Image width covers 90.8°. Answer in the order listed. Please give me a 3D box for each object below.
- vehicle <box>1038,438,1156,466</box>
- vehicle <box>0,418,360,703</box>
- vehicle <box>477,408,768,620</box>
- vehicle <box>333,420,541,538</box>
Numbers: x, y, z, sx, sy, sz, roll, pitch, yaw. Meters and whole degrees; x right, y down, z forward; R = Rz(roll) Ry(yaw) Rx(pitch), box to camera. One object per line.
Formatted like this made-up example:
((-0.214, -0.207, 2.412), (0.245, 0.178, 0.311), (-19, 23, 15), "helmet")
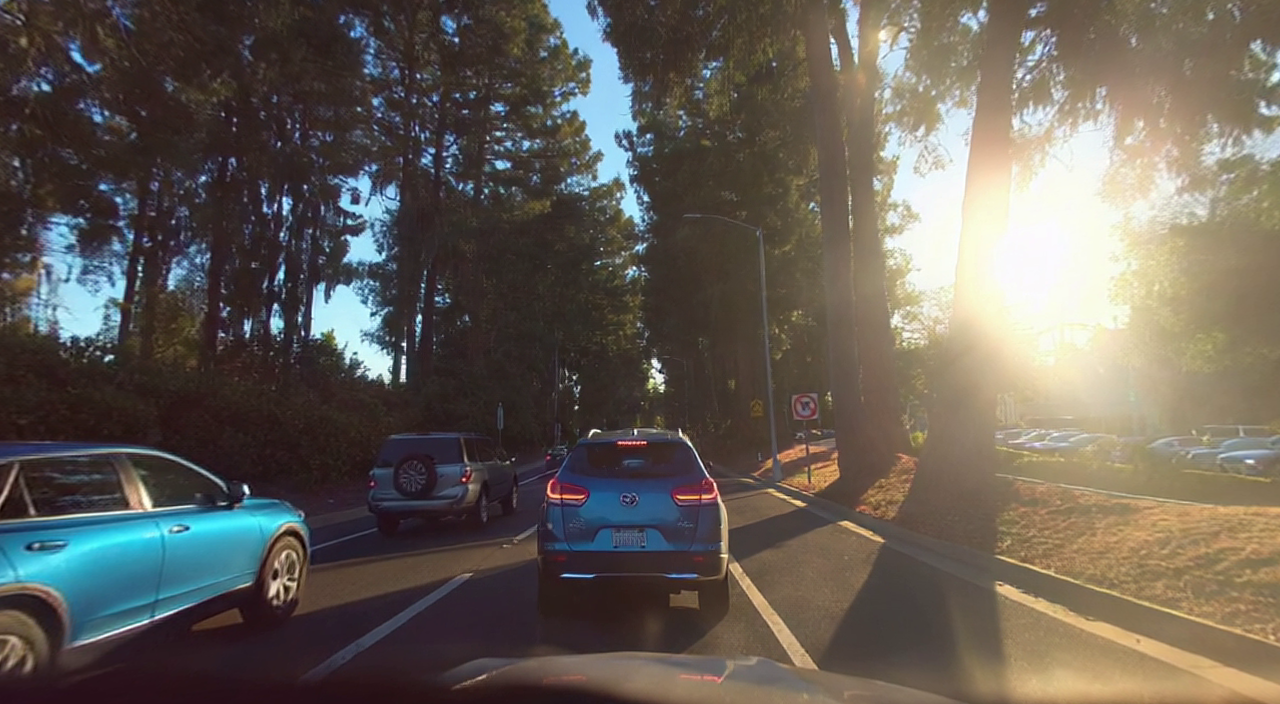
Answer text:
((28.466, 6.214, 39.451), (5.955, 1.702, 2.166), (1, -8, -6), "vehicle")
((-3.697, 1.171, 3.734), (1.922, 1.464, 4.424), (0, -8, 2), "vehicle")
((-0.041, 1.527, 6.865), (2.229, 1.591, 3.897), (-1, -8, 3), "vehicle")
((-3.422, 2.247, 11.838), (2.188, 1.745, 4.618), (0, -8, 2), "vehicle")
